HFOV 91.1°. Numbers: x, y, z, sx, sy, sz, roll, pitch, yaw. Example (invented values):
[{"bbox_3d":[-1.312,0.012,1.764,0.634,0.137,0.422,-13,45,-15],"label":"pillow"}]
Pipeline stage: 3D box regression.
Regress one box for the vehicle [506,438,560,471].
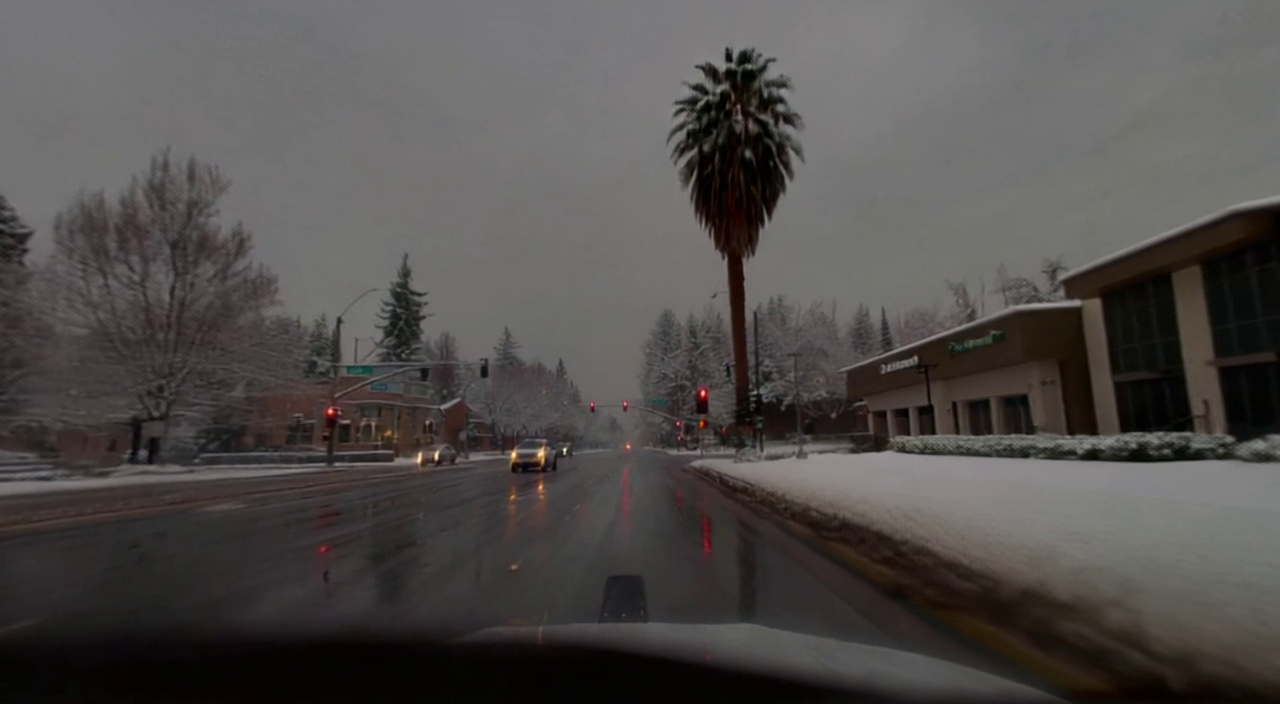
[{"bbox_3d":[-6.022,5.857,35.974,2.121,1.731,4.707,0,-8,1],"label":"vehicle"}]
